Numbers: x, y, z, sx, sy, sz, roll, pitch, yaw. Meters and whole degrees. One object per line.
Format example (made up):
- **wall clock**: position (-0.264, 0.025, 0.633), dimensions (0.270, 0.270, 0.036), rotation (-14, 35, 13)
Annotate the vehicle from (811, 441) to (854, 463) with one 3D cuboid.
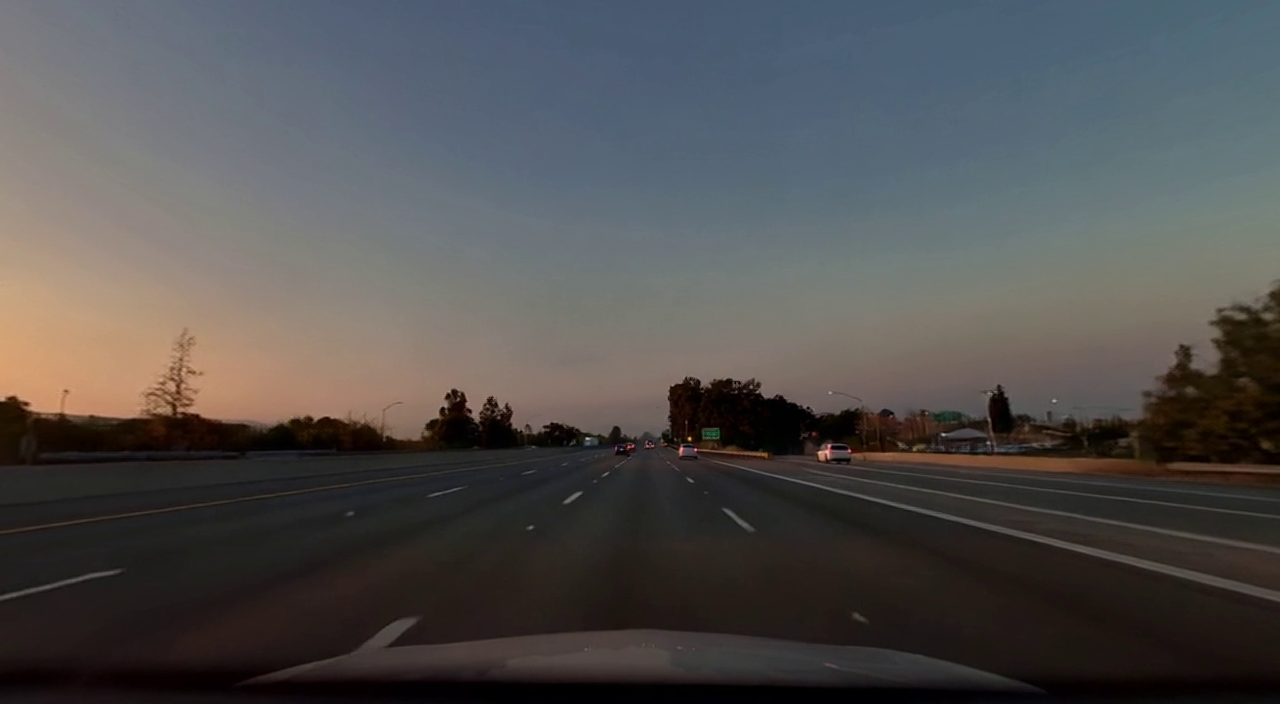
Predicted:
- **vehicle**: position (15.070, 7.823, 49.577), dimensions (2.039, 1.658, 4.457), rotation (0, -8, 2)
